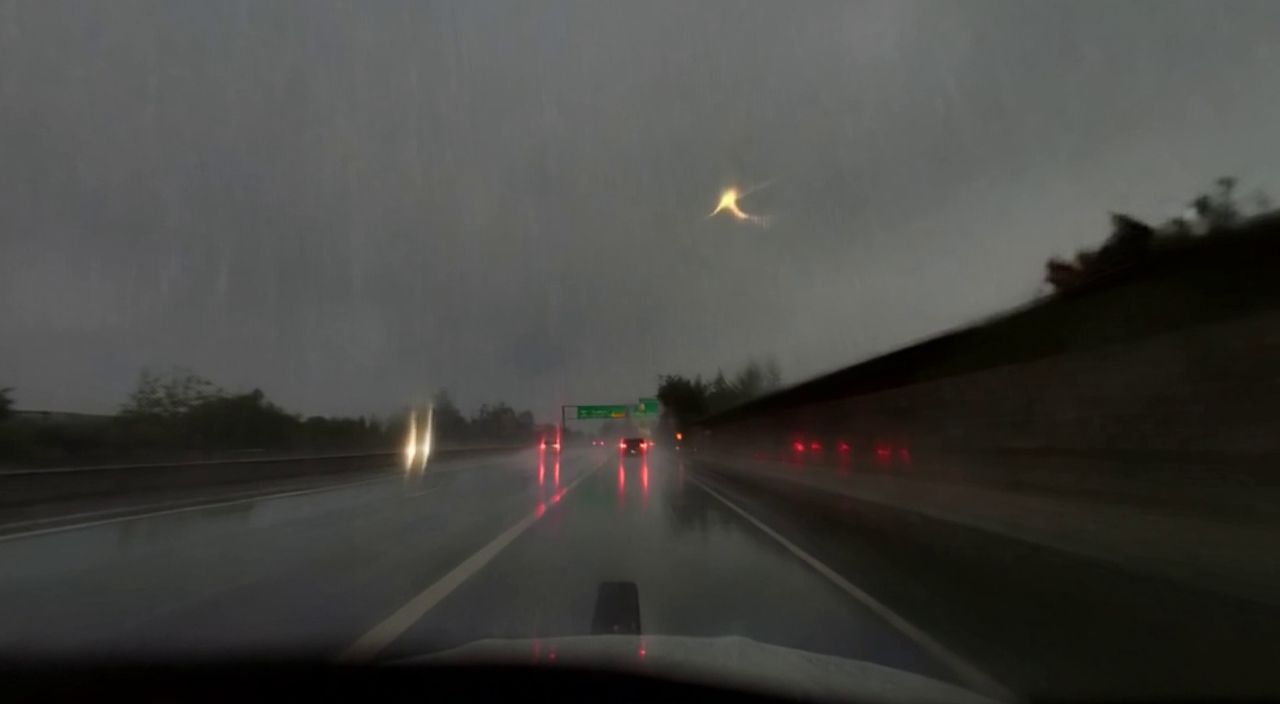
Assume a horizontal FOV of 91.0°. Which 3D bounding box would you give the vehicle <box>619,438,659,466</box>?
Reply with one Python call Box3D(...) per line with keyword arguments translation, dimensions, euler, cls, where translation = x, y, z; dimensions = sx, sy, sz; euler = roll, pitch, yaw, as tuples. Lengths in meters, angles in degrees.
Box3D(translation=(-0.086, 5.550, 35.143), dimensions=(2.072, 1.440, 3.690), euler=(0, -8, -1), cls="vehicle")
